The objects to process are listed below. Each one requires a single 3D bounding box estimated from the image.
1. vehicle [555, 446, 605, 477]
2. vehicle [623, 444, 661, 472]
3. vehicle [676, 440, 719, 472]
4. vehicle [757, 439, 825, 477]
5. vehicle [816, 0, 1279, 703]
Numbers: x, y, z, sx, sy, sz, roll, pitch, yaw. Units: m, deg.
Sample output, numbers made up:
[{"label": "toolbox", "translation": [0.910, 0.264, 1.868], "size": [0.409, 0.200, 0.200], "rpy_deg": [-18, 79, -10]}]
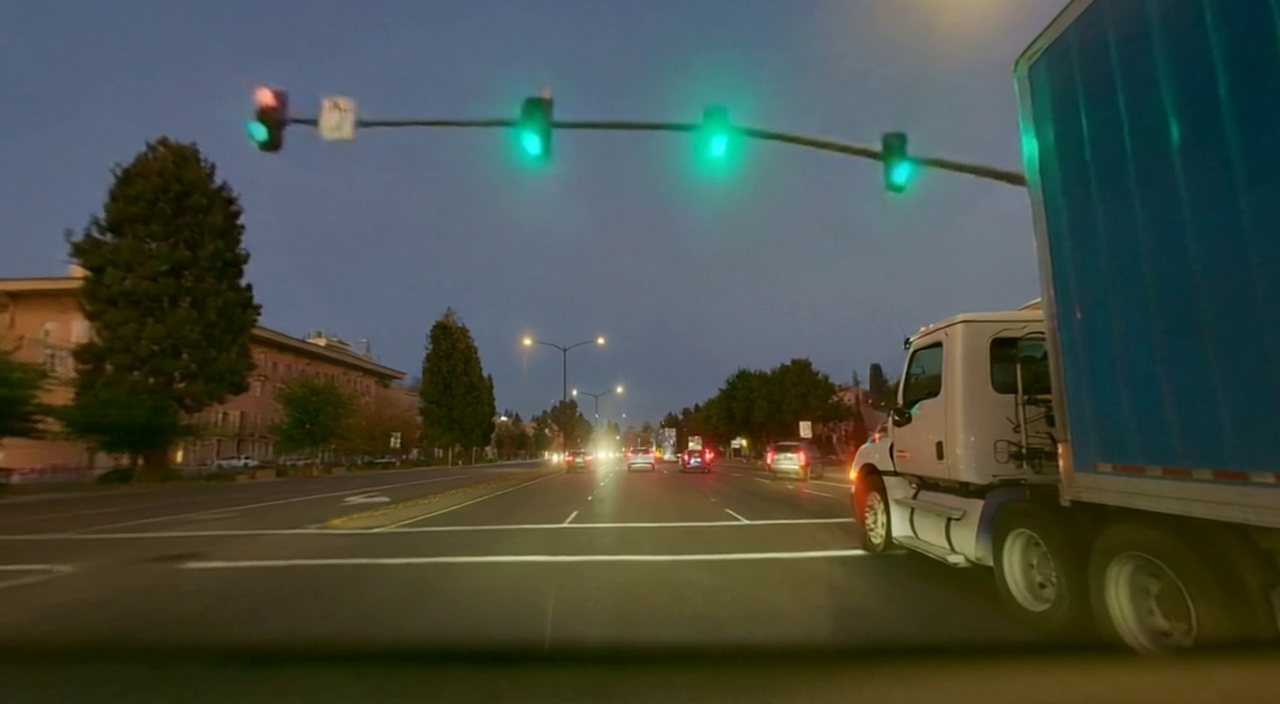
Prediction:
[{"label": "vehicle", "translation": [-3.144, 5.865, 33.931], "size": [2.211, 1.537, 4.666], "rpy_deg": [-1, -9, 0]}, {"label": "vehicle", "translation": [0.114, 6.759, 40.328], "size": [2.276, 1.704, 3.925], "rpy_deg": [0, -9, 0]}, {"label": "vehicle", "translation": [3.567, 6.530, 39.743], "size": [2.196, 1.908, 4.412], "rpy_deg": [0, -9, -1]}, {"label": "vehicle", "translation": [7.701, 5.444, 32.671], "size": [2.174, 1.793, 5.061], "rpy_deg": [0, -9, -1]}, {"label": "vehicle", "translation": [3.783, -0.079, 3.715], "size": [3.006, 3.679, 8.506], "rpy_deg": [-1, -9, 0]}]
